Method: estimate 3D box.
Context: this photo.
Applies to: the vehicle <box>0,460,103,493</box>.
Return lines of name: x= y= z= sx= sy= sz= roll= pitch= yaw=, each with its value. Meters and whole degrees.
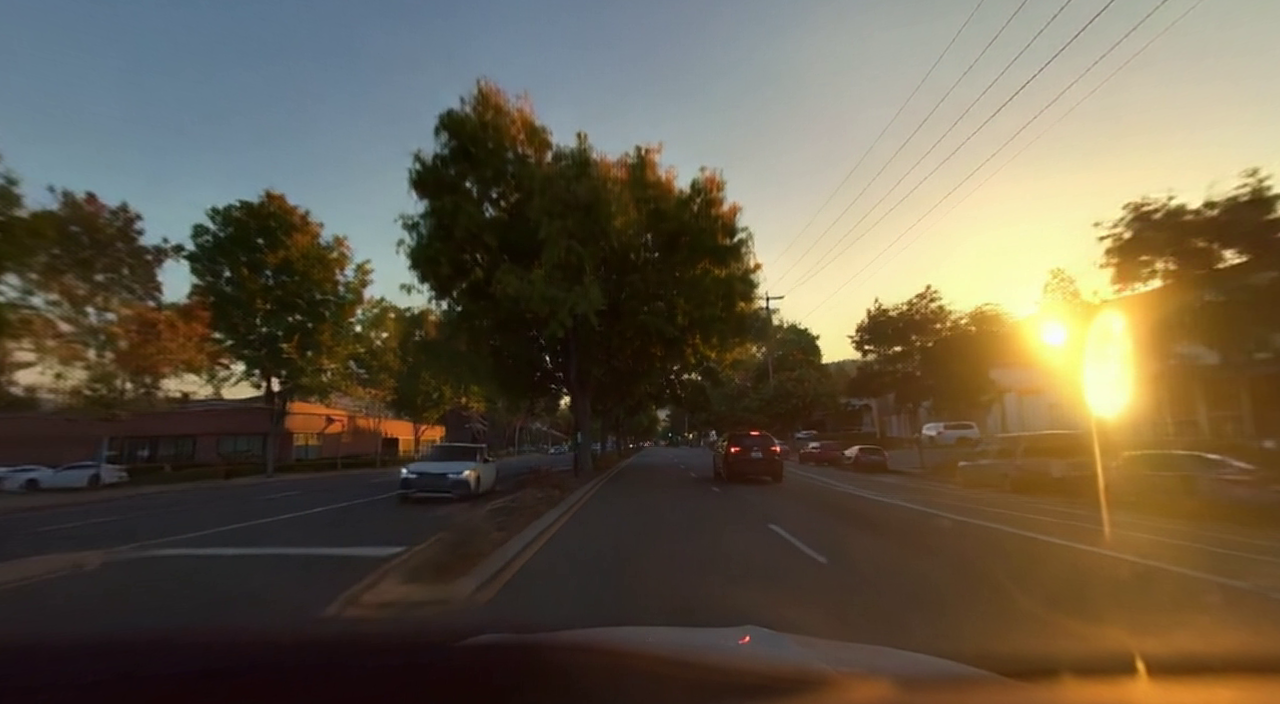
vehicle: x=-29.878 y=6.155 z=31.297 sx=4.546 sy=1.489 sz=2.015 roll=0 pitch=-8 yaw=1

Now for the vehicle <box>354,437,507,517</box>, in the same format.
vehicle: x=-4.408 y=2.689 z=14.106 sx=2.031 sy=1.478 sz=4.434 roll=0 pitch=-9 yaw=-2

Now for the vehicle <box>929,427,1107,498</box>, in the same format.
vehicle: x=10.595 y=3.134 z=18.257 sx=1.989 sy=1.768 sz=4.977 roll=0 pitch=-9 yaw=0

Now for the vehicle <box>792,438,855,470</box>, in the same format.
vehicle: x=10.909 y=6.098 z=37.949 sx=2.247 sy=1.799 sz=5.025 roll=0 pitch=-9 yaw=-1

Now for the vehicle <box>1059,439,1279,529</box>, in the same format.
vehicle: x=10.671 y=2.477 z=12.435 sx=1.847 sy=1.445 sz=4.281 roll=0 pitch=-9 yaw=0

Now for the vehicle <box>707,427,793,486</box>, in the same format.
vehicle: x=3.770 y=3.697 z=22.551 sx=2.183 sy=1.845 sz=4.482 roll=0 pitch=-9 yaw=-1
